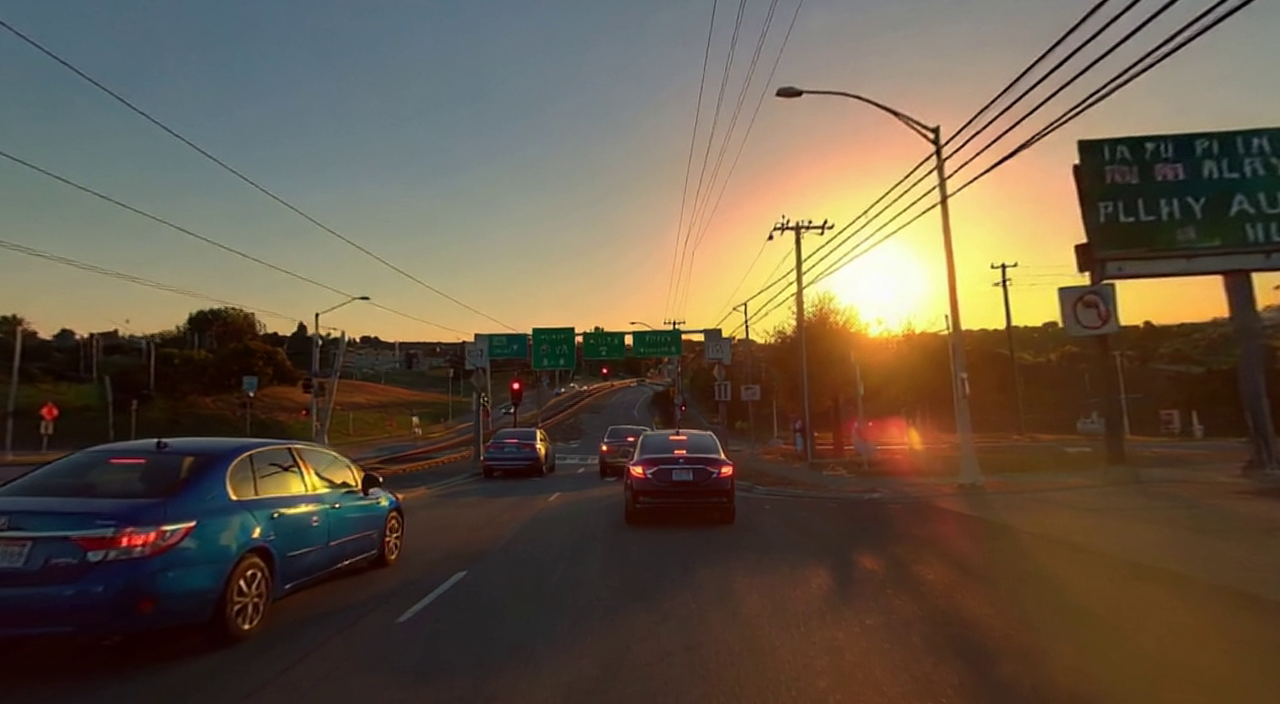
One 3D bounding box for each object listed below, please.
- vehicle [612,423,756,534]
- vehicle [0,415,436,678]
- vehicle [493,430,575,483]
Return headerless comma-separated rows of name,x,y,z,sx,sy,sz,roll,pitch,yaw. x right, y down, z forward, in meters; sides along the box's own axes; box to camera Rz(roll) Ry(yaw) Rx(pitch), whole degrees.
vehicle,0.531,2.057,10.854,1.998,1.529,3.960,0,-9,-3
vehicle,-3.632,1.440,5.918,1.956,1.468,4.585,0,-8,-1
vehicle,-3.267,3.335,20.339,1.984,1.505,4.047,0,-8,-1
